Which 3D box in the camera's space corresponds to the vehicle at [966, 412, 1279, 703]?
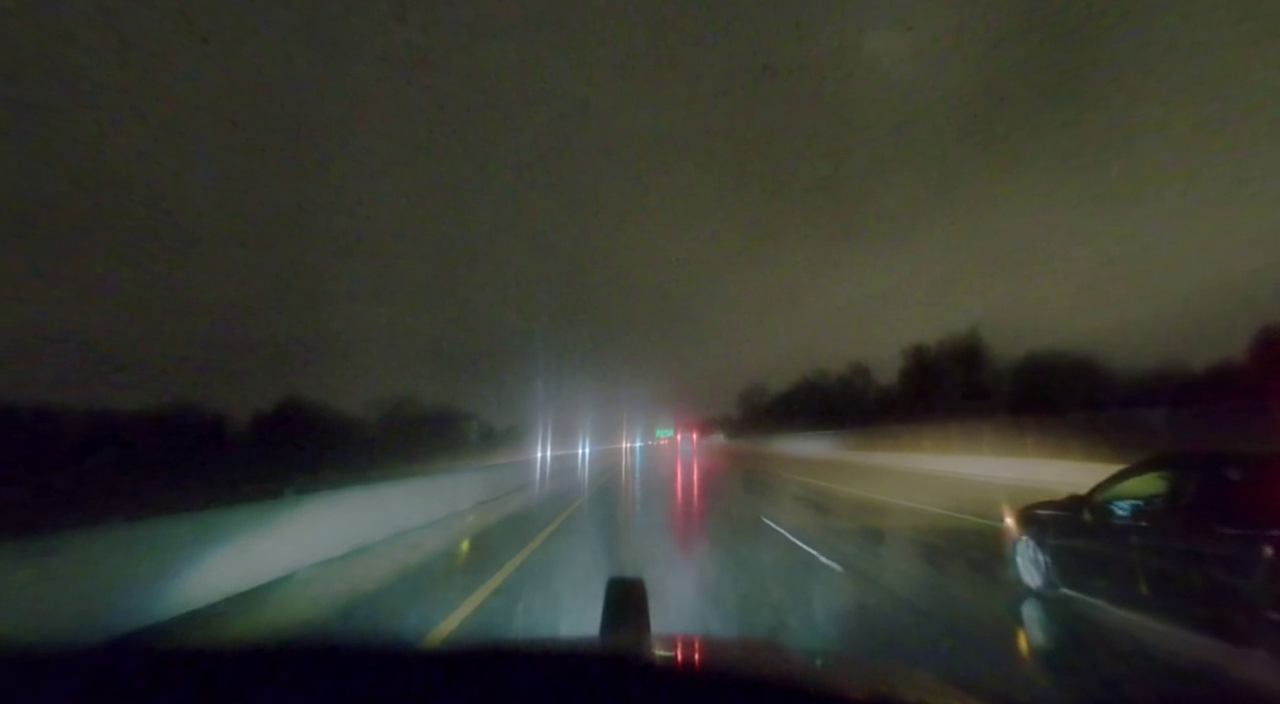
[{"bbox_3d":[3.607,1.053,3.337,1.683,1.400,3.868,0,-8,0],"label":"vehicle"}]
